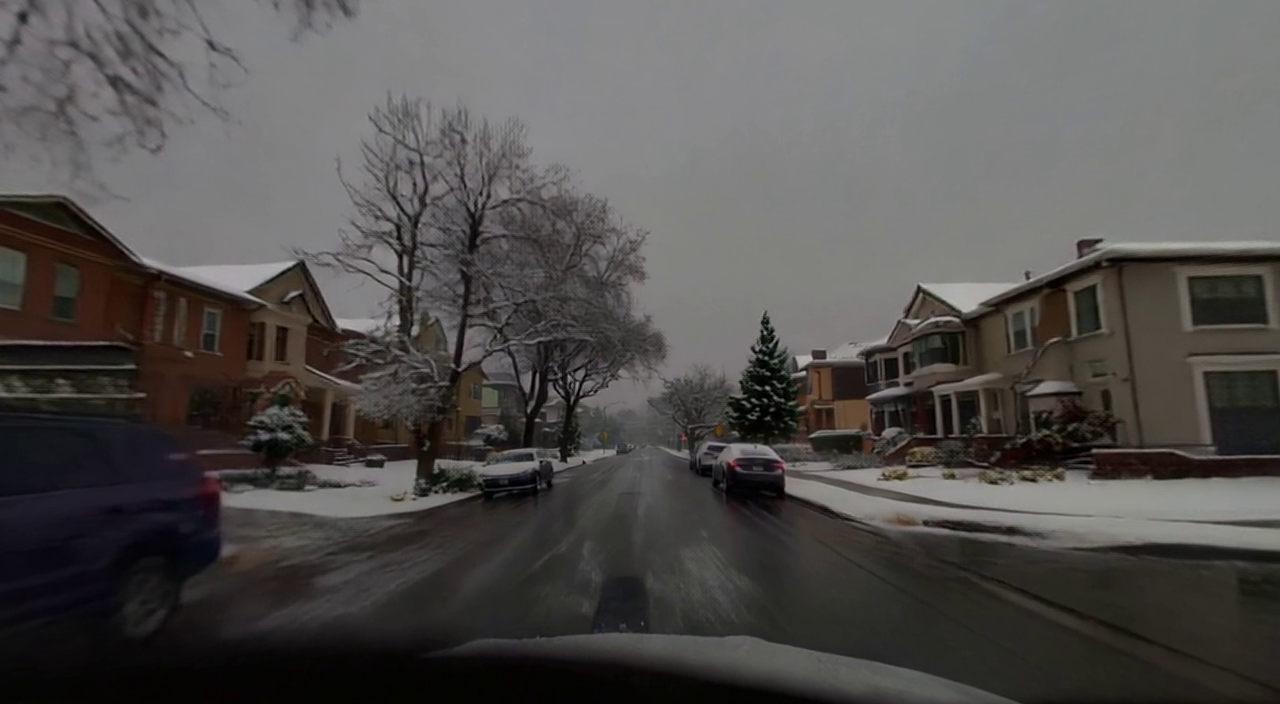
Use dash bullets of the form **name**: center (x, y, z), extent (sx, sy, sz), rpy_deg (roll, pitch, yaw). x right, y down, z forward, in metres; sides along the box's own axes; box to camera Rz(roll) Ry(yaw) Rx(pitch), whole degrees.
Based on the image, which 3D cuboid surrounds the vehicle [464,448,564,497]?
- **vehicle**: center (-3.714, 3.629, 19.393), extent (1.995, 1.330, 4.080), rpy_deg (-1, -9, 4)

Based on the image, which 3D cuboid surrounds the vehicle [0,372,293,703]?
- **vehicle**: center (-4.194, 1.029, 3.495), extent (2.108, 1.686, 4.129), rpy_deg (-1, -8, 1)

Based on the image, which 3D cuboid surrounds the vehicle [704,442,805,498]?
- **vehicle**: center (3.256, 3.487, 19.128), extent (2.000, 1.456, 5.251), rpy_deg (0, -9, -1)
